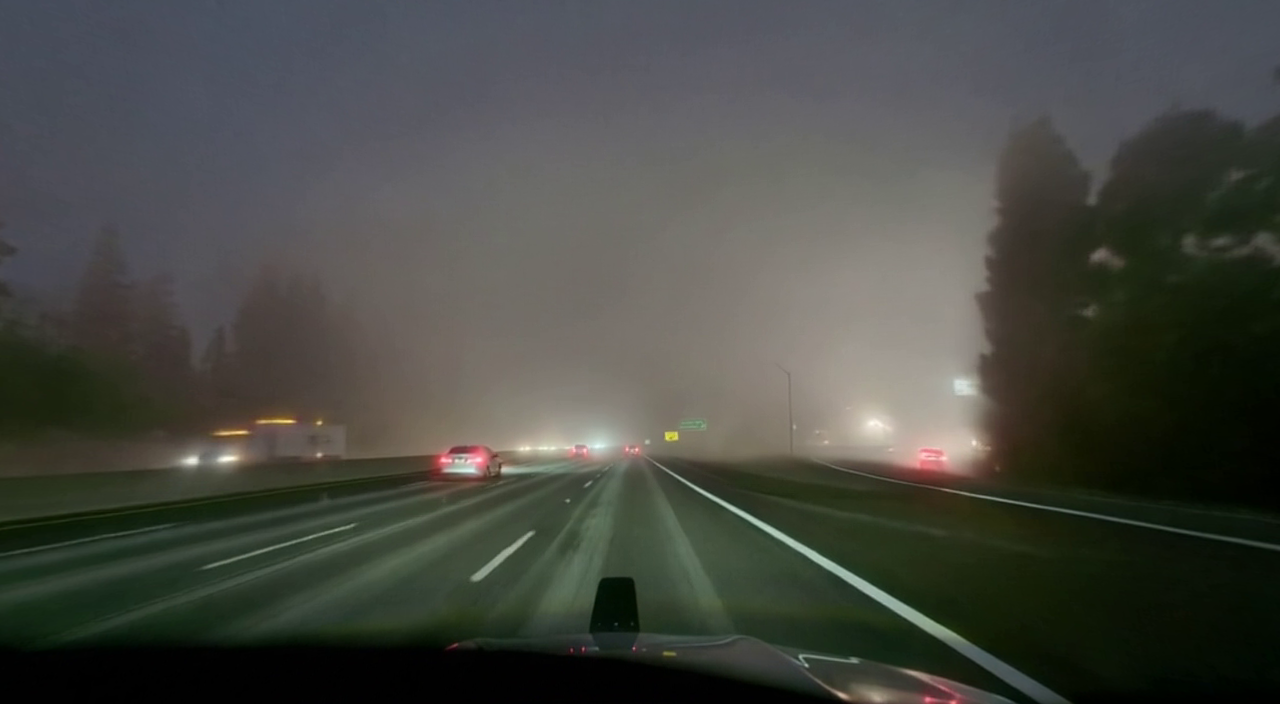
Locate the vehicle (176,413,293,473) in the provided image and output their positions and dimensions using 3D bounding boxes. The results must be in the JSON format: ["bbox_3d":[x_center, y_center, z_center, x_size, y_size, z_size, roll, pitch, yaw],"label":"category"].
[{"bbox_3d":[-29.521,6.727,46.615,3.026,3.990,8.606,0,-9,-2],"label":"vehicle"}]

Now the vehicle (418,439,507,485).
[{"bbox_3d":[-6.746,4.222,24.586,2.016,1.606,4.806,0,-9,0],"label":"vehicle"}]
